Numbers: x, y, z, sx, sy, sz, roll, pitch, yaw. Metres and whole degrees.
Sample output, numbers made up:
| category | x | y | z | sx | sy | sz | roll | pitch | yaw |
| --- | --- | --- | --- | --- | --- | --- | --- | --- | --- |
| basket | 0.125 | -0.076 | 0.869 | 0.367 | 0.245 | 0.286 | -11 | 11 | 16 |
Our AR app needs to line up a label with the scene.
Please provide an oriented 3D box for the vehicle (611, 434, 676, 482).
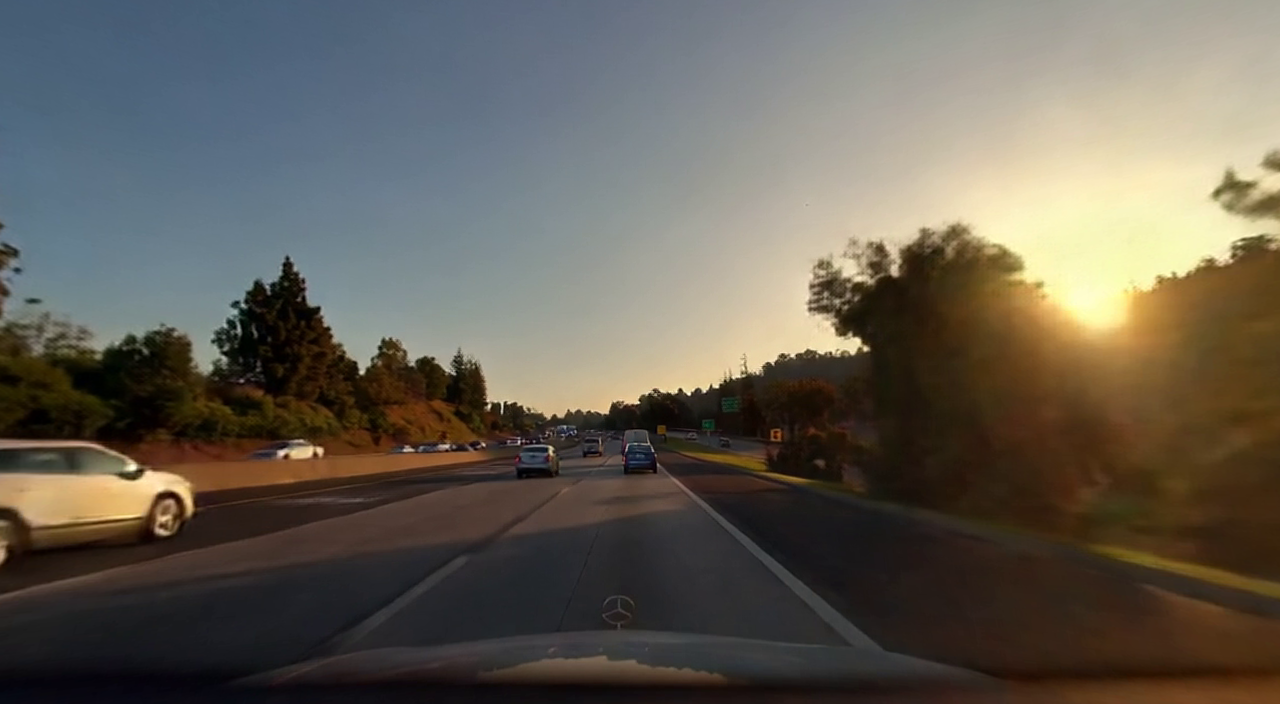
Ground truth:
| category | x | y | z | sx | sy | sz | roll | pitch | yaw |
| --- | --- | --- | --- | --- | --- | --- | --- | --- | --- |
| vehicle | 0.094 | 4.231 | 25.429 | 2.378 | 1.750 | 4.355 | 0 | -8 | -1 |

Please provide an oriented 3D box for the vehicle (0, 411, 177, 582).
| category | x | y | z | sx | sy | sz | roll | pitch | yaw |
| --- | --- | --- | --- | --- | --- | --- | --- | --- | --- |
| vehicle | -7.351 | 1.403 | 6.092 | 2.195 | 1.652 | 4.733 | 0 | -8 | 0 |

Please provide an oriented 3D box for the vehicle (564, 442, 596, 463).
| category | x | y | z | sx | sy | sz | roll | pitch | yaw |
| --- | --- | --- | --- | --- | --- | --- | --- | --- | --- |
| vehicle | -4.644 | 7.858 | 49.580 | 2.084 | 1.528 | 4.094 | 0 | -8 | 0 |

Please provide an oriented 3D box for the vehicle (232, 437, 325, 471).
| category | x | y | z | sx | sy | sz | roll | pitch | yaw |
| --- | --- | --- | --- | --- | --- | --- | --- | --- | --- |
| vehicle | -21.826 | 6.190 | 38.523 | 2.238 | 1.895 | 5.840 | 0 | -8 | 0 |

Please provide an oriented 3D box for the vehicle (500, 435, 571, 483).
| category | x | y | z | sx | sy | sz | roll | pitch | yaw |
| --- | --- | --- | --- | --- | --- | --- | --- | --- | --- |
| vehicle | -4.044 | 4.222 | 25.132 | 2.044 | 1.717 | 4.421 | 0 | -8 | 0 |
